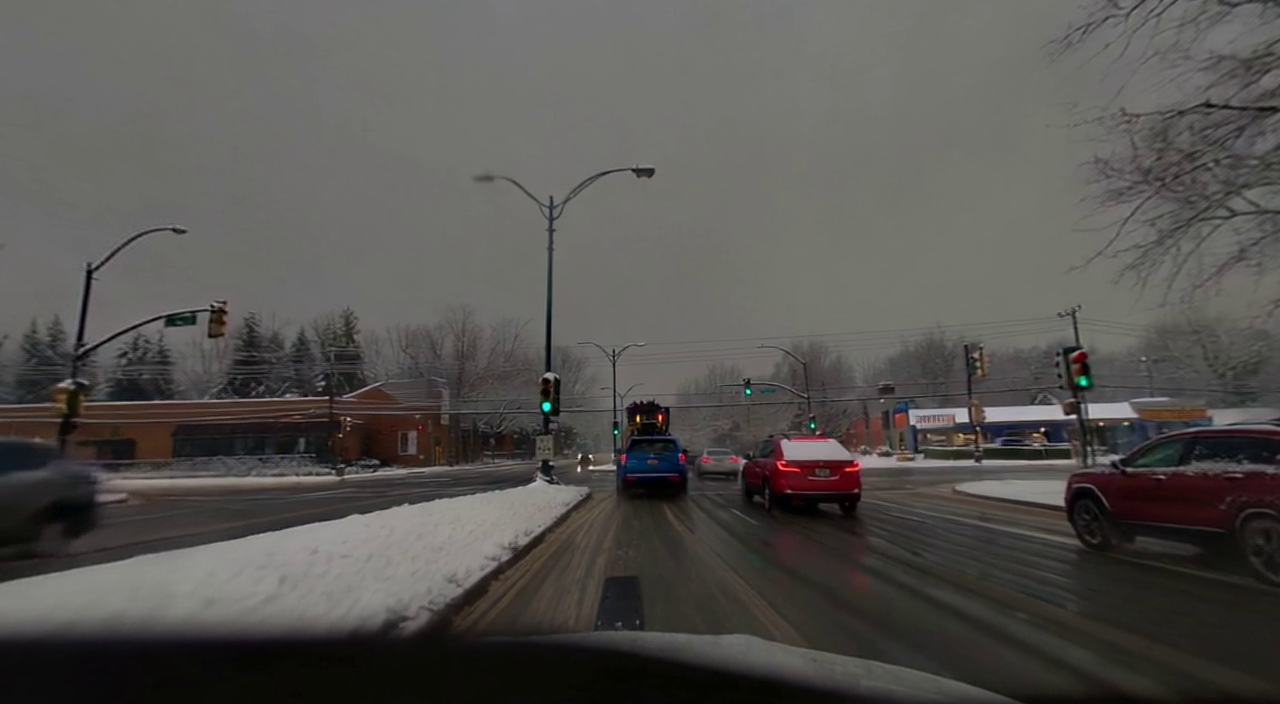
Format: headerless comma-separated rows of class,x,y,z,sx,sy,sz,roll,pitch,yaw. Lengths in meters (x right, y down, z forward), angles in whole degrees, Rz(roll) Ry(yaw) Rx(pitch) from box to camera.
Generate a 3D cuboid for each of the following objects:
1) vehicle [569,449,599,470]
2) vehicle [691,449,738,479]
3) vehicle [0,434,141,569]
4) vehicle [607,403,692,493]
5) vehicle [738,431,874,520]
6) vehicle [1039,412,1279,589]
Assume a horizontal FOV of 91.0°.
vehicle,-4.398,8.461,49.847,2.001,1.518,4.316,0,-8,-1
vehicle,3.996,6.084,34.492,1.967,1.515,4.378,0,-8,-1
vehicle,-8.476,1.759,7.392,1.889,1.576,4.044,0,-8,0
vehicle,0.287,3.017,20.025,2.370,2.518,3.858,-1,-8,1
vehicle,3.667,2.798,14.835,2.025,1.754,4.311,0,-8,0
vehicle,7.174,1.637,7.429,1.982,1.698,4.408,0,-8,0
